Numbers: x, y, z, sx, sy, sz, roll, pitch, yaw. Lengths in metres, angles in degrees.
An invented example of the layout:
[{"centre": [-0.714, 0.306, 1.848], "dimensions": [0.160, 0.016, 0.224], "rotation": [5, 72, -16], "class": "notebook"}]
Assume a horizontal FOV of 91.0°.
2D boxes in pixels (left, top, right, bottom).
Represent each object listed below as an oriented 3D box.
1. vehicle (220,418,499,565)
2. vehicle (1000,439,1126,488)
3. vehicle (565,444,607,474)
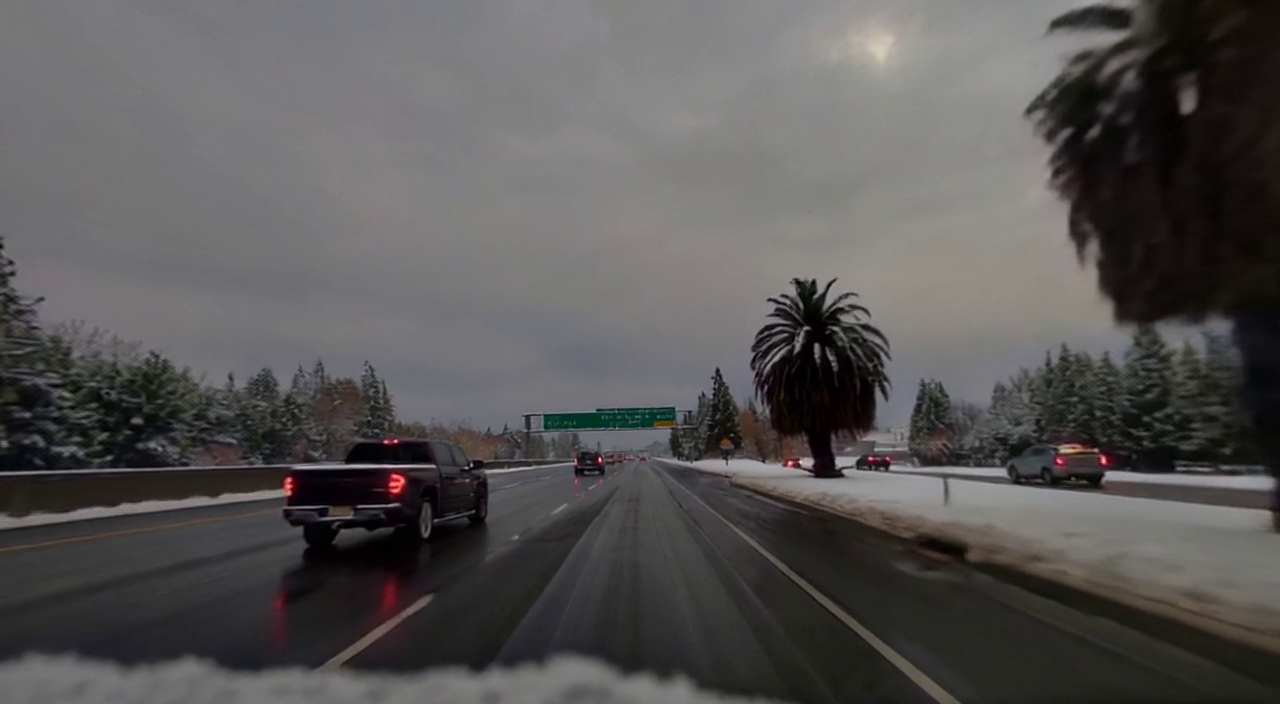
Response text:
[{"centre": [-3.911, 2.058, 10.027], "dimensions": [2.162, 1.747, 4.791], "rotation": [0, -9, 1], "class": "vehicle"}, {"centre": [16.892, 4.476, 25.534], "dimensions": [1.991, 1.755, 4.836], "rotation": [-1, -9, 4], "class": "vehicle"}, {"centre": [-3.673, 7.483, 44.175], "dimensions": [2.420, 1.937, 5.916], "rotation": [0, -9, 0], "class": "vehicle"}]
